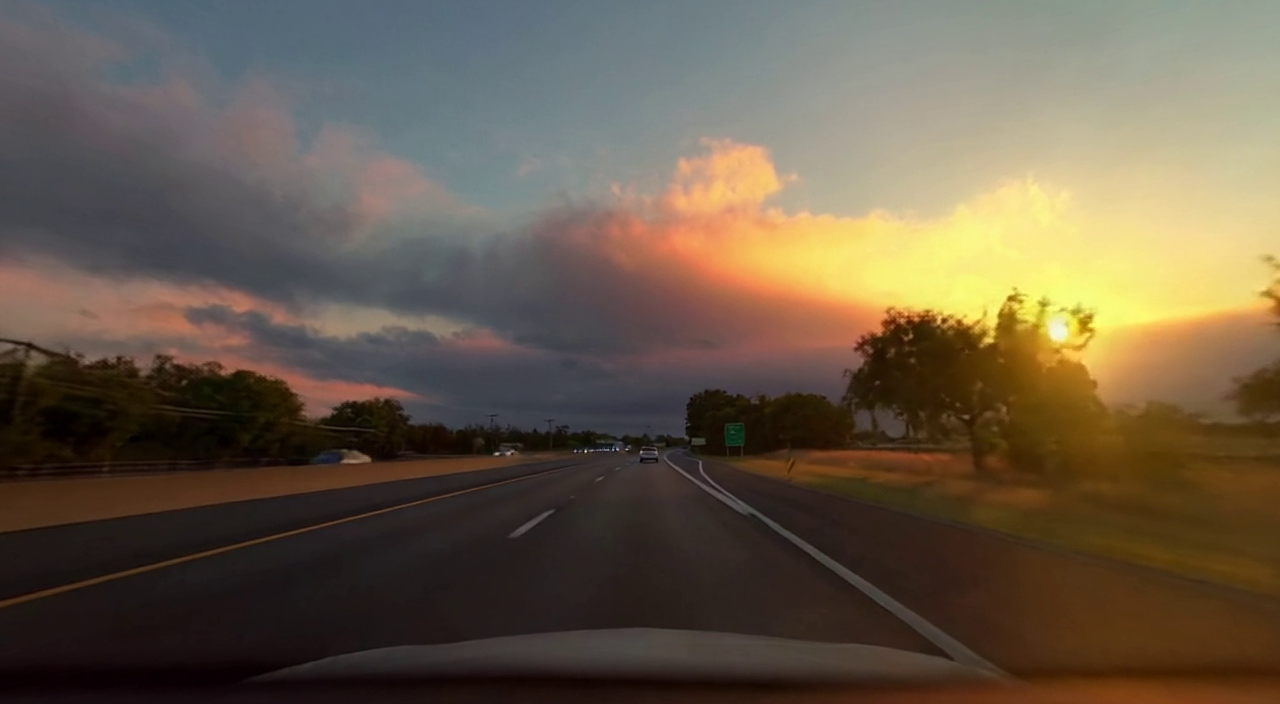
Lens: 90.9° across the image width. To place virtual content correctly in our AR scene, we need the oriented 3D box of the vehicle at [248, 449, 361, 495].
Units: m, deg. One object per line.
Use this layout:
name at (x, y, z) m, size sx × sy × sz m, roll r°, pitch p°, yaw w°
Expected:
vehicle at (-12.998, 4.637, 24.778) m, size 1.952 × 1.577 × 4.418 m, roll 0°, pitch -9°, yaw 0°
